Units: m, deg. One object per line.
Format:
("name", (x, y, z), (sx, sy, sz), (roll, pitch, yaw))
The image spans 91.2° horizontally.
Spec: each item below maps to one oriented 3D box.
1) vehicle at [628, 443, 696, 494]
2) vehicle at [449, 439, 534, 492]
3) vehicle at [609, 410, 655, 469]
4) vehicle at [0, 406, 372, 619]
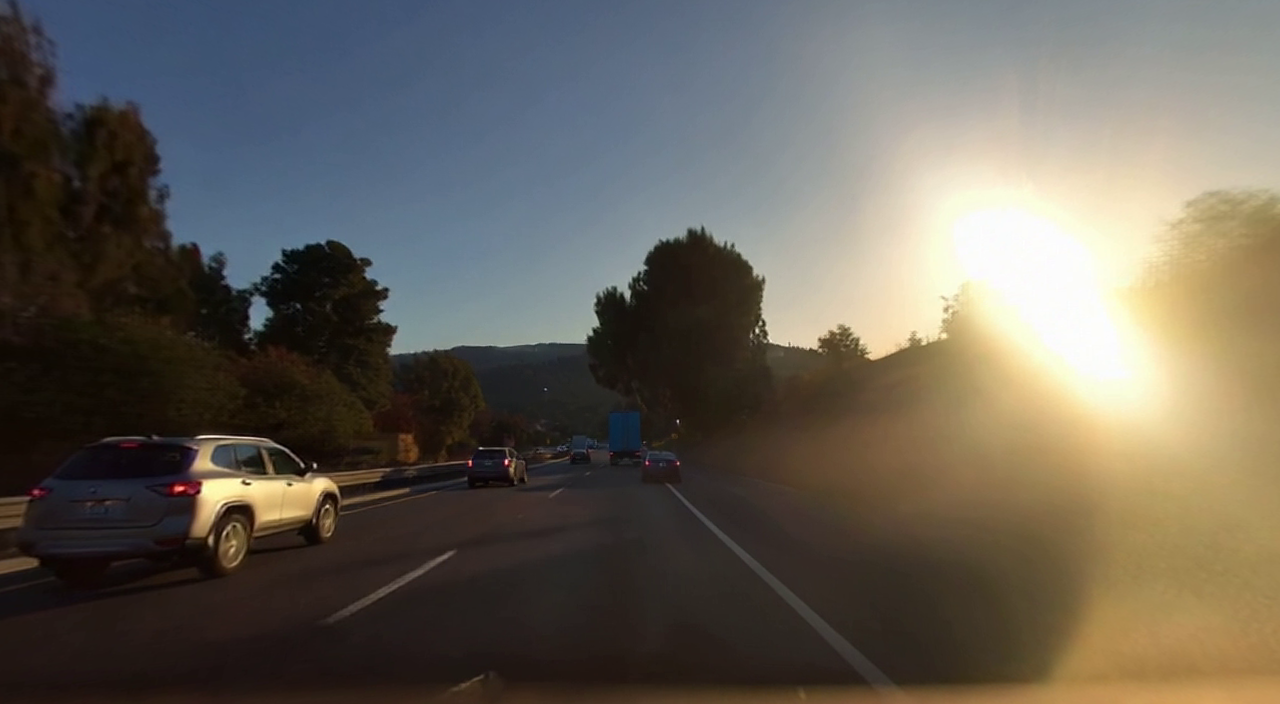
("vehicle", (0.631, 3.817, 20.895), (2.026, 1.489, 4.045), (0, -9, -1))
("vehicle", (-5.134, 3.967, 22.282), (2.035, 1.664, 4.064), (0, -9, 0))
("vehicle", (-0.729, 6.848, 48.617), (3.113, 4.066, 10.786), (0, -9, -2))
("vehicle", (-5.002, 1.590, 7.104), (2.100, 1.671, 4.105), (0, -9, 0))
